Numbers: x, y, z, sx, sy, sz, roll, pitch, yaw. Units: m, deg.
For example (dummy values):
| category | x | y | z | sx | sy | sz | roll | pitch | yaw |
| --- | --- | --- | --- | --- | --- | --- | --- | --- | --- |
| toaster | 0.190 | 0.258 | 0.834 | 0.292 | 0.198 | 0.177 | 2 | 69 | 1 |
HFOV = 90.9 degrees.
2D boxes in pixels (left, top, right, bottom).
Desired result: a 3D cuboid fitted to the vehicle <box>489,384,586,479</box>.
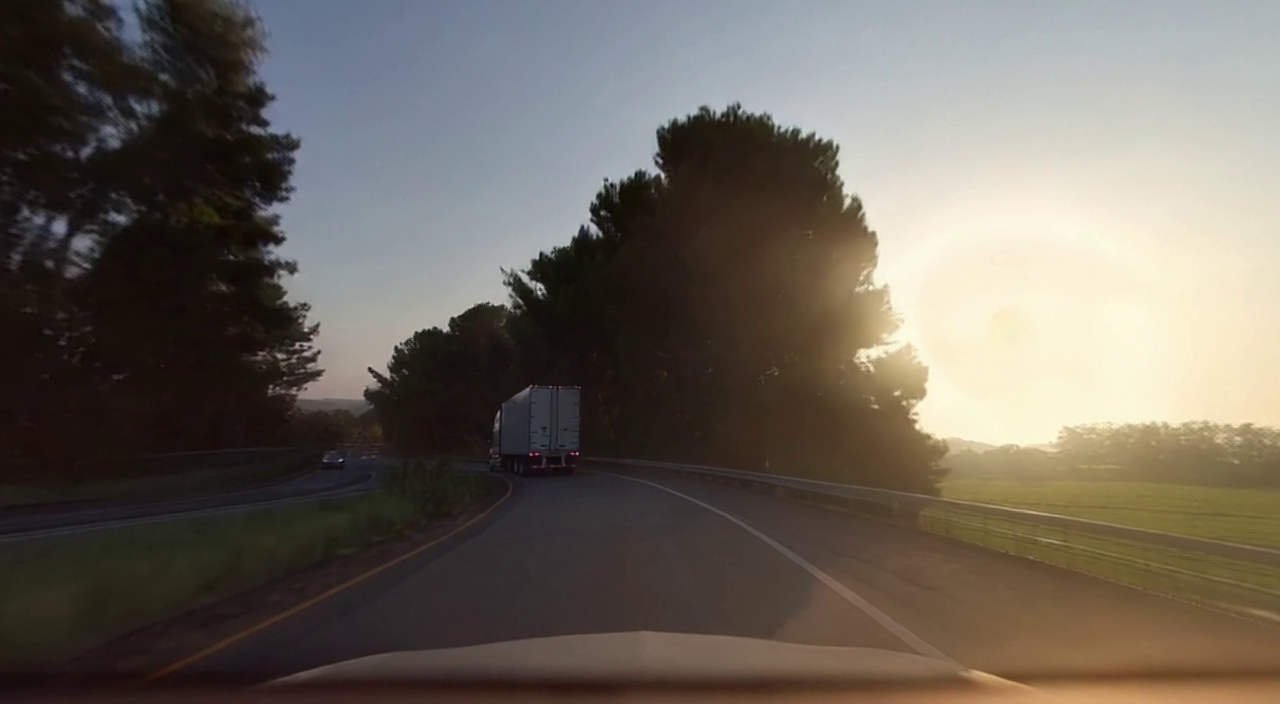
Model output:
| category | x | y | z | sx | sy | sz | roll | pitch | yaw |
| --- | --- | --- | --- | --- | --- | --- | --- | --- | --- |
| vehicle | -6.117 | 4.436 | 34.838 | 3.087 | 4.178 | 13.682 | 1 | -8 | -19 |

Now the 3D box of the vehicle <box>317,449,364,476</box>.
| category | x | y | z | sx | sy | sz | roll | pitch | yaw |
| --- | --- | --- | --- | --- | --- | --- | --- | --- | --- |
| vehicle | -17.926 | 6.568 | 37.598 | 1.988 | 1.493 | 4.333 | 5 | -10 | -31 |
